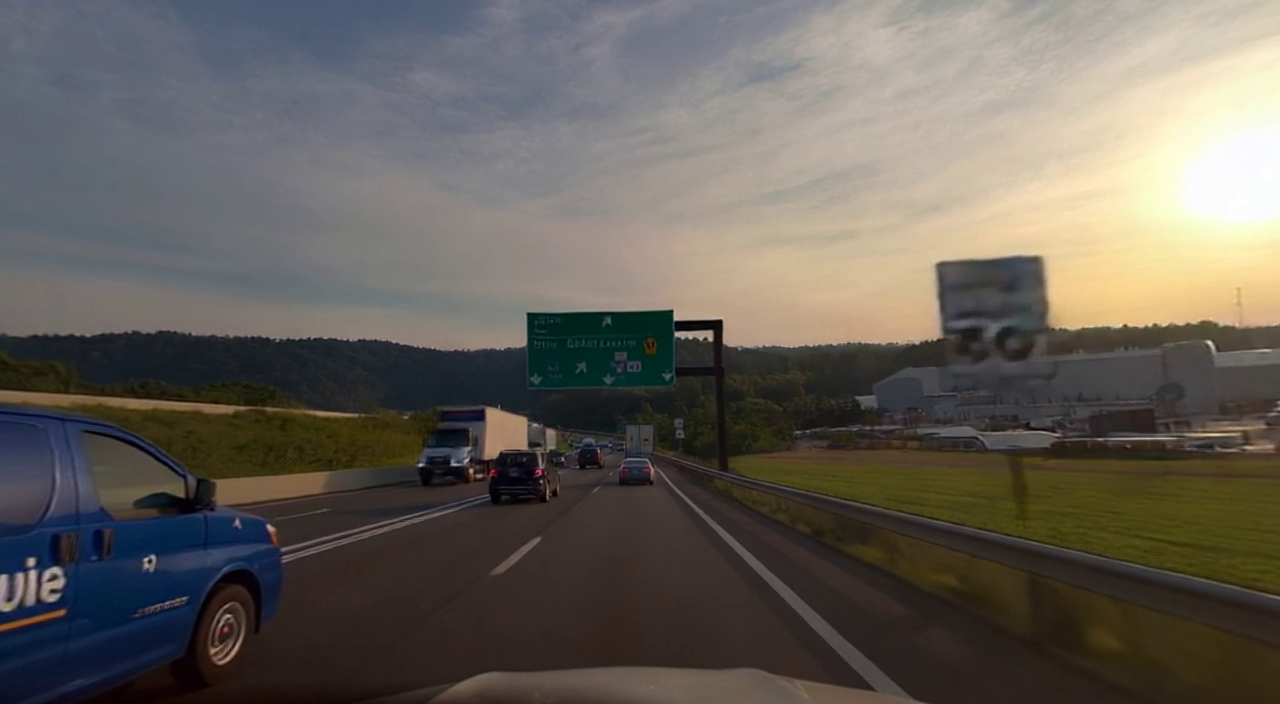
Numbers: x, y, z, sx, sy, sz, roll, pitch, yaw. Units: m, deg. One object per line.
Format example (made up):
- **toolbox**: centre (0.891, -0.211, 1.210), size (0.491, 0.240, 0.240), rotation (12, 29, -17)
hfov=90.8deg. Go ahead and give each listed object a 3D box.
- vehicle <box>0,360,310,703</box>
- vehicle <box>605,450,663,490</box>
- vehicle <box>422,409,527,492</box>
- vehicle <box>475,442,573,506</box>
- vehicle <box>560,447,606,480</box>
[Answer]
- **vehicle**: centre (-3.186, 0.816, 1.650), size (2.117, 1.688, 4.582), rotation (0, -9, 0)
- **vehicle**: centre (-0.211, 4.514, 24.472), size (2.095, 1.393, 3.908), rotation (0, -9, 0)
- **vehicle**: centre (-6.796, 4.162, 26.941), size (2.633, 3.064, 6.542), rotation (-1, -9, 1)
- **vehicle**: centre (-3.171, 3.427, 18.177), size (1.937, 1.600, 4.141), rotation (0, -9, 1)
- **vehicle**: centre (-2.997, 5.960, 33.997), size (1.994, 1.663, 4.047), rotation (0, -9, 1)
